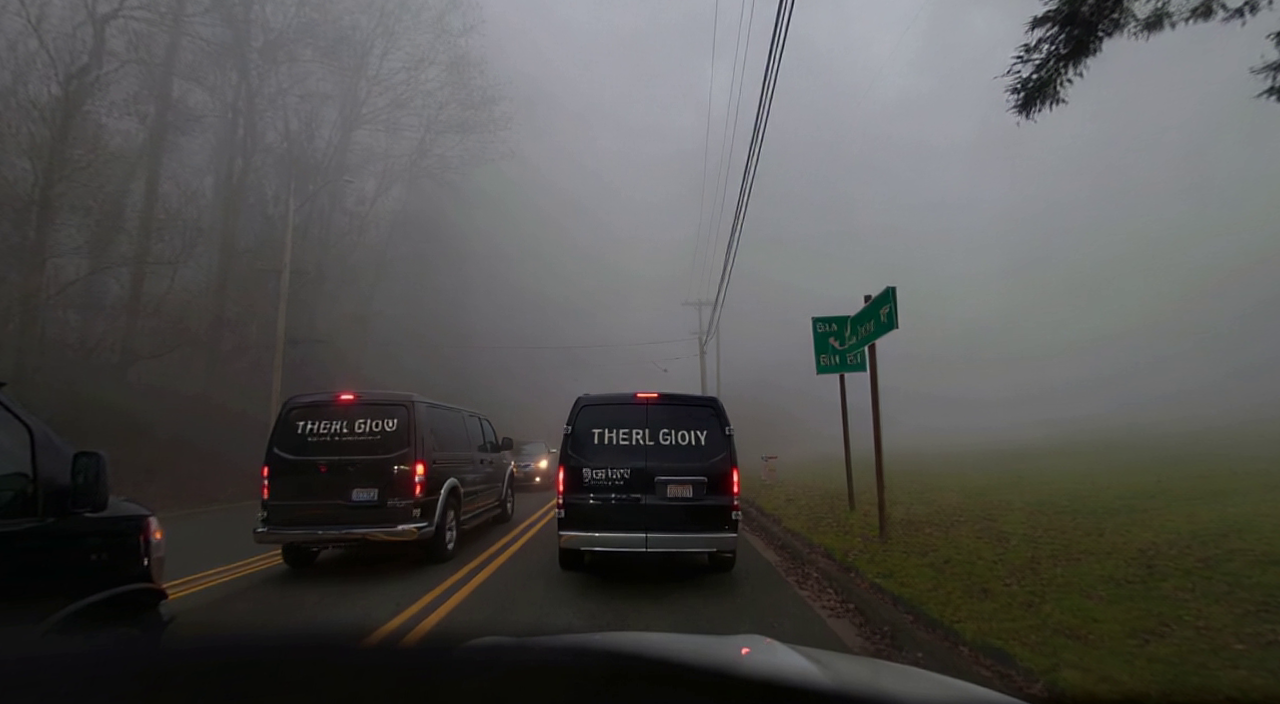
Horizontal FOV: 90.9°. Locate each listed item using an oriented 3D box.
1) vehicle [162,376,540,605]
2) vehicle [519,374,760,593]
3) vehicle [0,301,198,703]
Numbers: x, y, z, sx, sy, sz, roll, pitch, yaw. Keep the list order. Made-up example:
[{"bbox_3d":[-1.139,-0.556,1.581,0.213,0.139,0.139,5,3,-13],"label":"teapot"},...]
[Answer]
[{"bbox_3d":[-2.761,1.481,7.609,2.109,1.851,4.749,-1,-8,3],"label":"vehicle"},{"bbox_3d":[0.103,1.461,7.690,2.117,1.911,4.095,-1,-8,3],"label":"vehicle"},{"bbox_3d":[-3.113,0.500,0.244,2.160,1.796,4.997,0,-8,1],"label":"vehicle"}]
